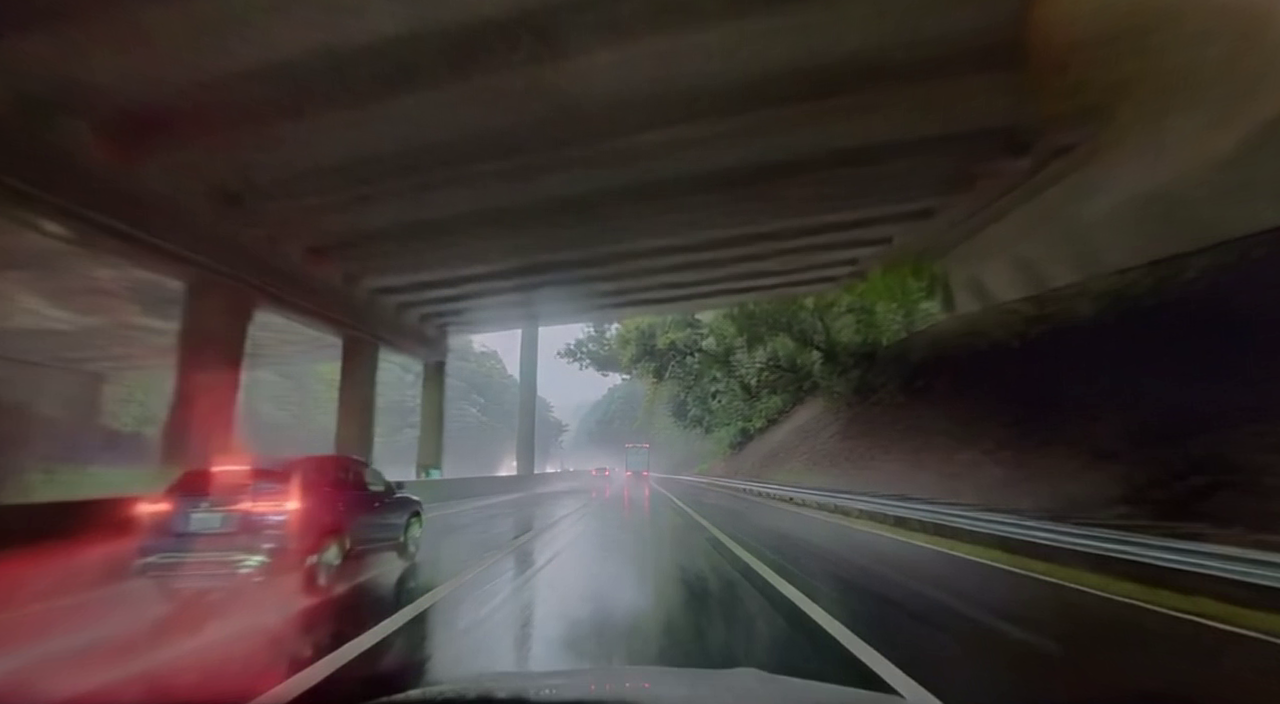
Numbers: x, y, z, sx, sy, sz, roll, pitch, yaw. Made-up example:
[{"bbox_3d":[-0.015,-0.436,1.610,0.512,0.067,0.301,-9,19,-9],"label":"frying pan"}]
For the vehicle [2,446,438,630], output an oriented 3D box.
[{"bbox_3d":[-4.249,1.983,7.663,1.950,1.460,4.812,1,-11,0],"label":"vehicle"}]
